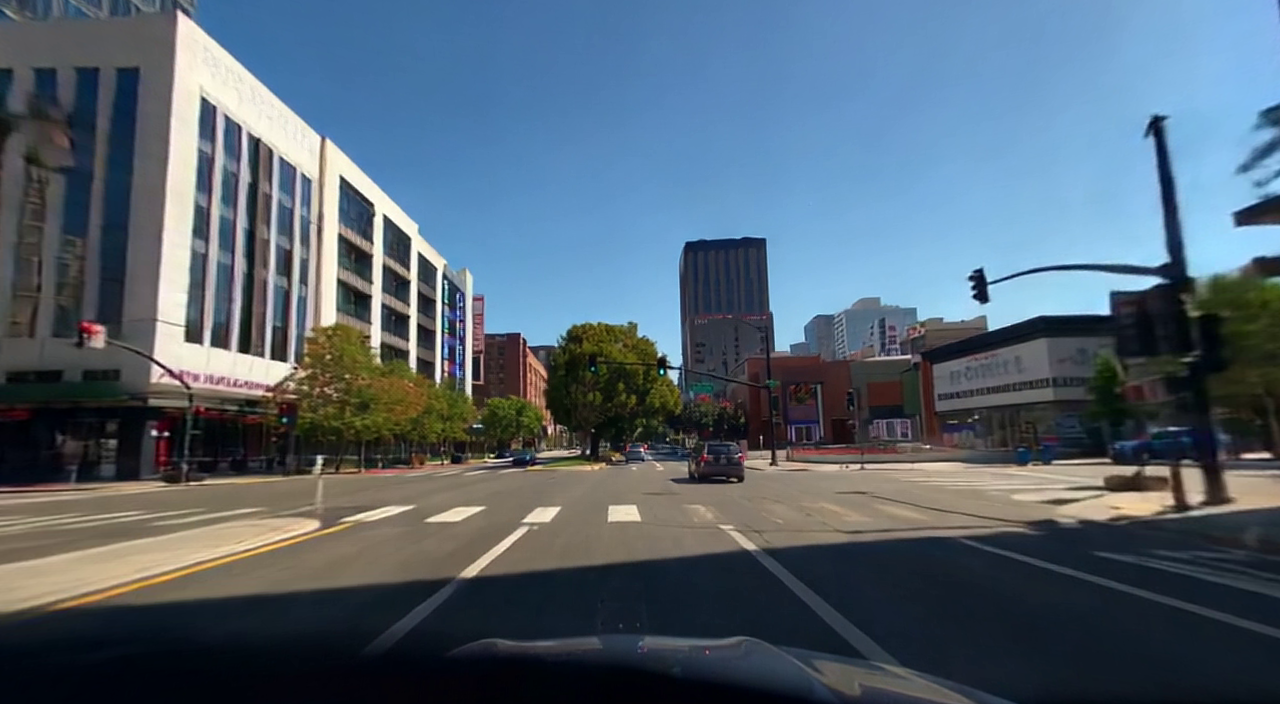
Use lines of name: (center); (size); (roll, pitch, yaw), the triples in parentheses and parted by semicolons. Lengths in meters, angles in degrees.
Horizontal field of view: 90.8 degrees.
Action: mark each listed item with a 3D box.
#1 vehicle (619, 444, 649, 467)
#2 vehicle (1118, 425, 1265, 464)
vehicle: (-0.465, 7.420, 45.469); (2.045, 1.510, 3.690); (0, -9, -1)
vehicle: (26.427, 4.444, 30.417); (4.922, 1.746, 2.341); (0, -9, -3)
